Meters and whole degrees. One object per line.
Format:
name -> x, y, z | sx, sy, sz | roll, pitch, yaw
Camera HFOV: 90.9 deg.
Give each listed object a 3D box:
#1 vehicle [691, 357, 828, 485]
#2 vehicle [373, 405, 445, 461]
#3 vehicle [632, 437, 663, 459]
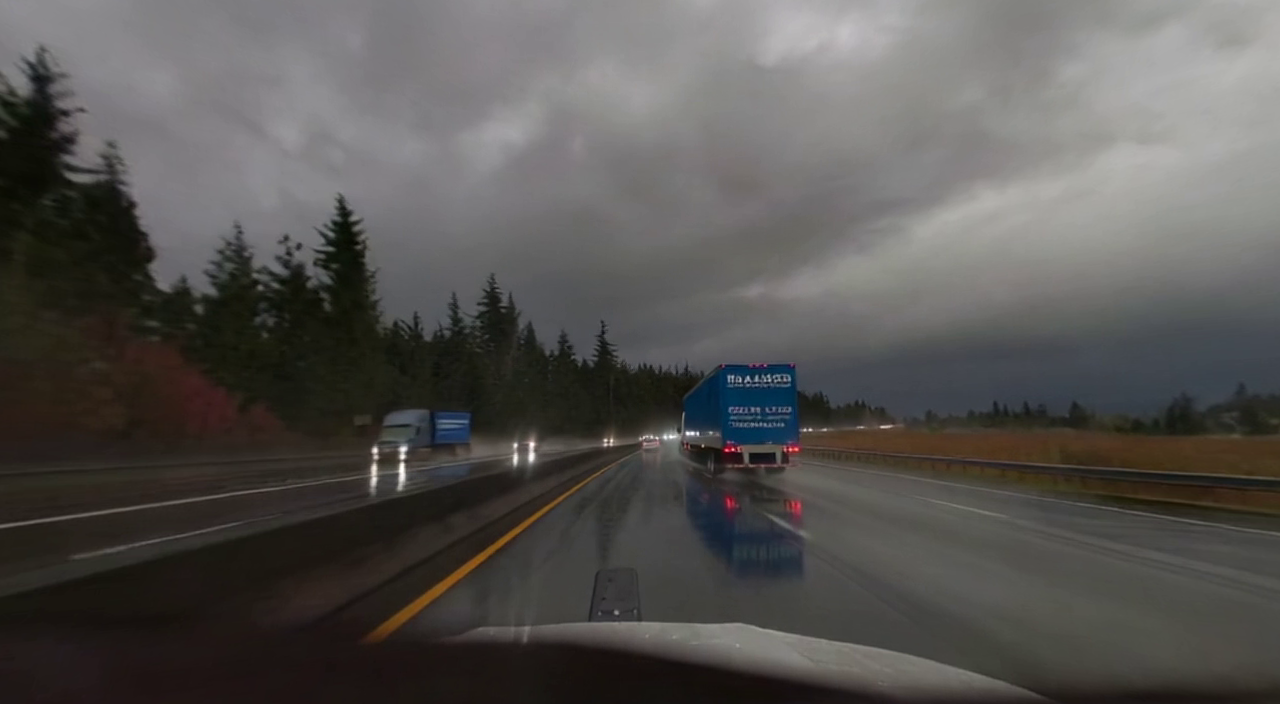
vehicle -> 4.350, 3.079, 26.925 | 3.171, 4.072, 13.784 | 0, -8, 0
vehicle -> -17.611, 6.268, 48.462 | 3.000, 4.016, 5.901 | -1, -8, 2
vehicle -> 0.575, 7.190, 47.434 | 2.209, 1.499, 4.144 | 0, -8, 0
